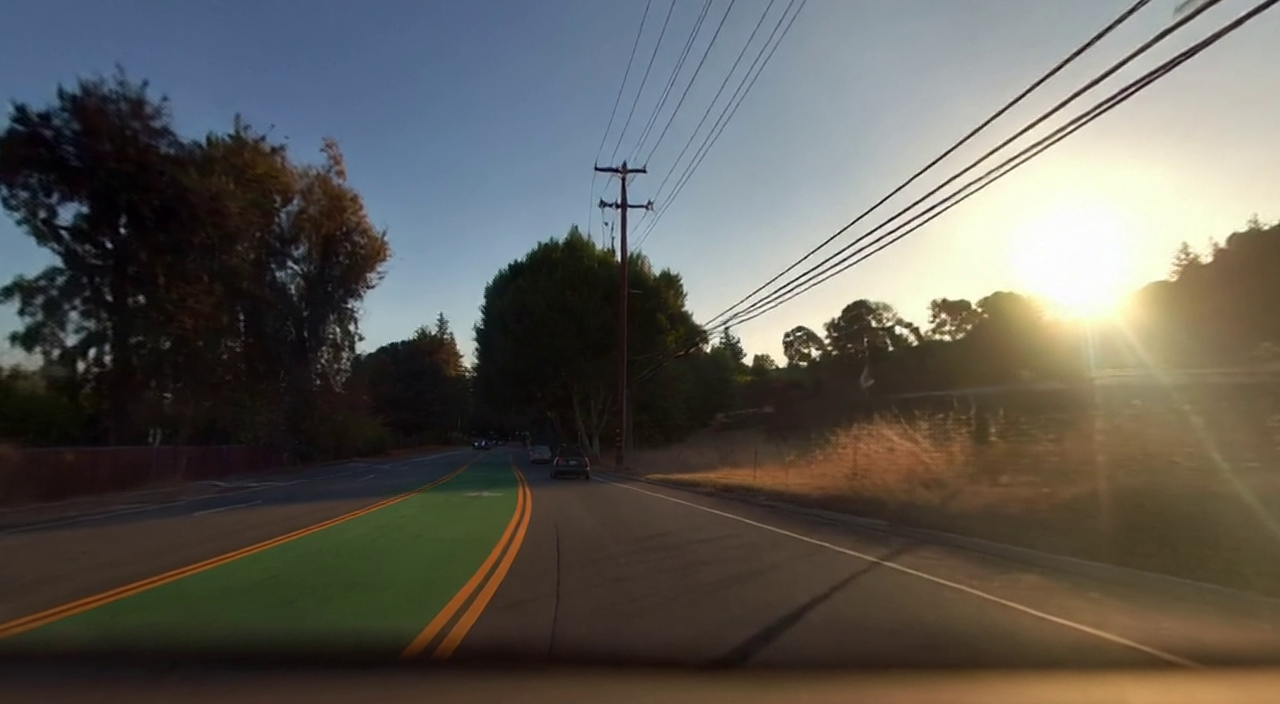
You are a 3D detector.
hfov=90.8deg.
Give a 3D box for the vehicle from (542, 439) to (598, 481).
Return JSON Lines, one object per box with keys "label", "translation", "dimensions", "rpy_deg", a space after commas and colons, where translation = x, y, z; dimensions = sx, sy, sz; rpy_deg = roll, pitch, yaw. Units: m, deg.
{"label": "vehicle", "translation": [-3.405, 5.058, 29.908], "dimensions": [2.140, 1.767, 4.720], "rpy_deg": [2, -9, -12]}
